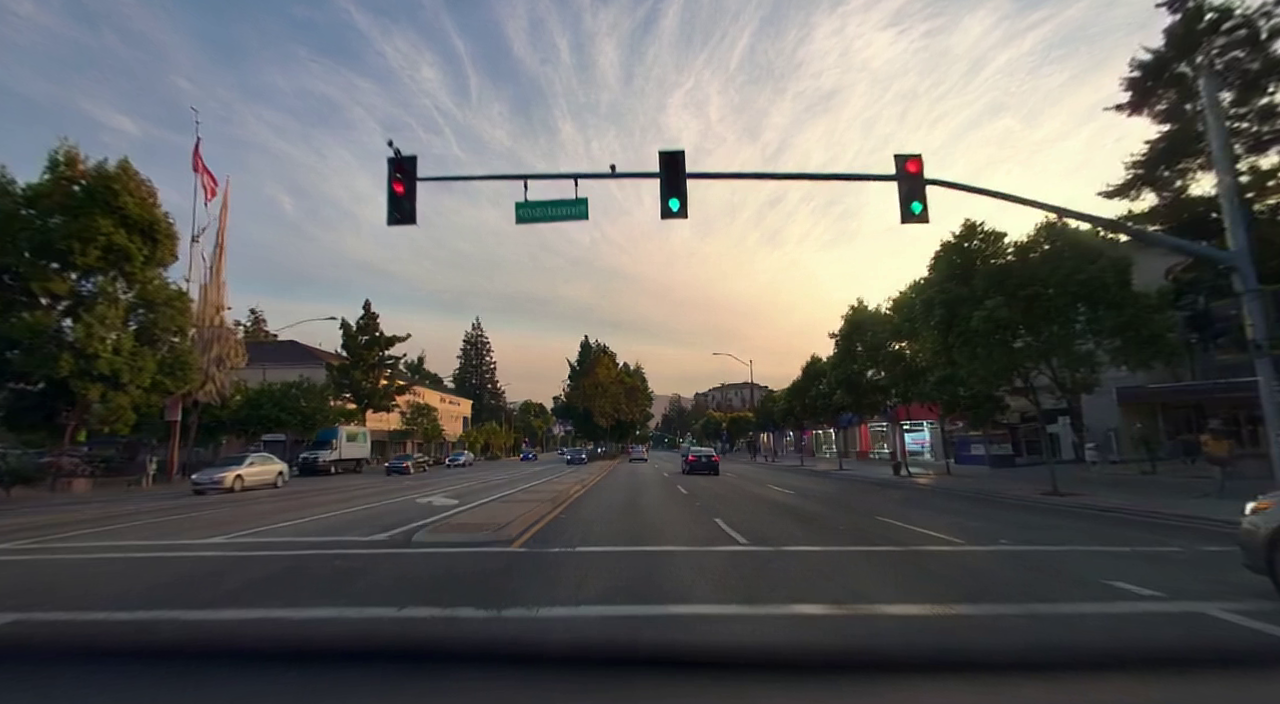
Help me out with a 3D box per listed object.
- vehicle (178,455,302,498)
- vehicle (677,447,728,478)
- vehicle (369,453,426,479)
[{"bbox_3d":[-15.726,4.888,25.203,1.956,1.525,4.576,0,-9,0],"label":"vehicle"},{"bbox_3d":[3.152,5.670,32.799,1.983,1.482,4.463,0,-9,-2],"label":"vehicle"},{"bbox_3d":[-15.053,7.099,39.514,1.878,1.515,4.258,0,-9,0],"label":"vehicle"}]
